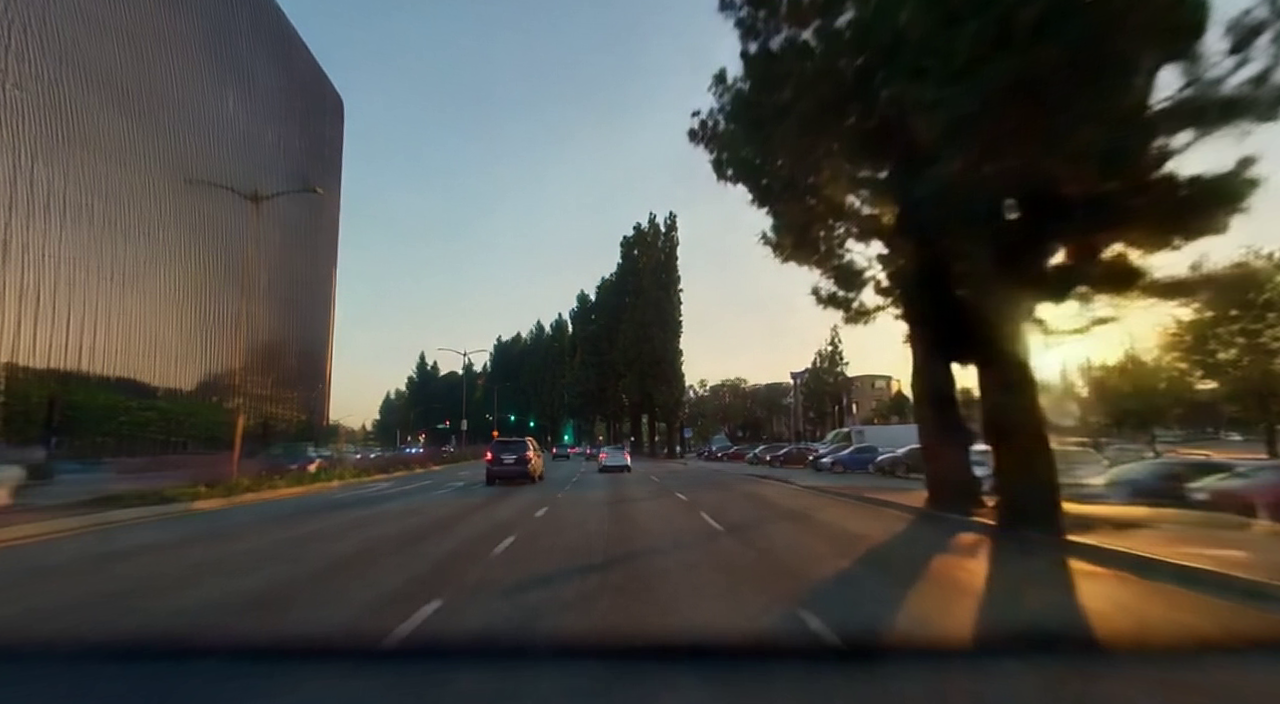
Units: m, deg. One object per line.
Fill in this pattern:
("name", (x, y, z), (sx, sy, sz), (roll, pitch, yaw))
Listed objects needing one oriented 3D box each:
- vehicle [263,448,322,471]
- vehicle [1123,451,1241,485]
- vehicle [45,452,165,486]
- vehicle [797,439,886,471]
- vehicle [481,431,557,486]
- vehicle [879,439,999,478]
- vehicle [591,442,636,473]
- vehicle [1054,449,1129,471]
("vehicle", (-22.177, 6.864, 40.529), (1.751, 1.342, 4.414), (1, -8, -7))
("vehicle", (25.620, 5.458, 30.103), (1.690, 1.365, 4.336), (-1, -8, -1))
("vehicle", (-25.348, 5.532, 30.183), (1.840, 1.430, 4.736), (0, -8, -4))
("vehicle", (11.872, 6.087, 37.456), (4.569, 1.813, 1.872), (0, -8, -4))
("vehicle", (-4.279, 3.839, 23.059), (2.001, 1.784, 4.483), (0, -8, -2))
("vehicle", (12.976, 4.661, 27.644), (4.264, 1.566, 1.854), (-1, -9, 2))
("vehicle", (-1.353, 5.109, 30.814), (2.050, 1.385, 4.096), (0, -8, -4))
("vehicle", (30.840, 7.380, 43.337), (1.689, 1.351, 4.643), (0, -8, -1))
